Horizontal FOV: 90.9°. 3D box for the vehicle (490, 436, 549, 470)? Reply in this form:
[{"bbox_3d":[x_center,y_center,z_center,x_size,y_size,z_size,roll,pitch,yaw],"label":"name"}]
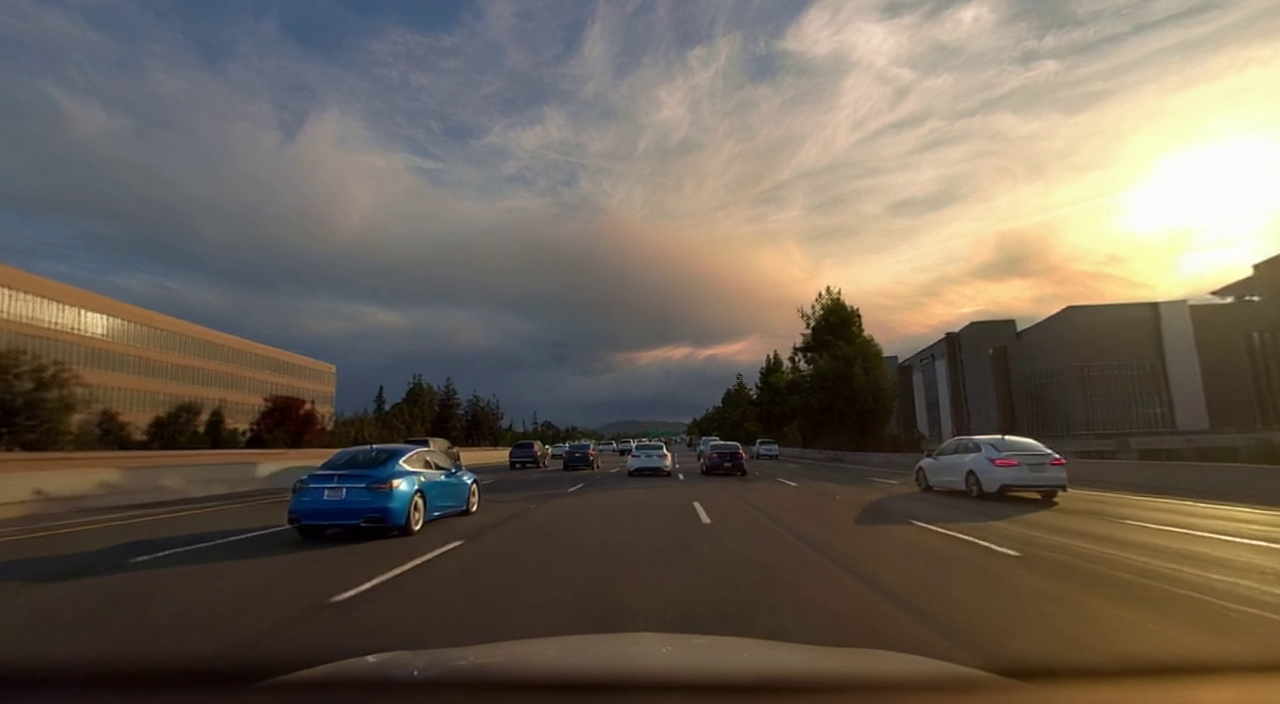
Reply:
[{"bbox_3d":[-6.961,5.885,37.044,2.187,1.851,5.085,-1,-8,3],"label":"vehicle"}]

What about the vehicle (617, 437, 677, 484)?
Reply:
[{"bbox_3d":[0.320,4.098,24.199,2.102,1.624,4.257,-1,-8,2],"label":"vehicle"}]

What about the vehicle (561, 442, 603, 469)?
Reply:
[{"bbox_3d":[-3.310,6.043,36.977,1.886,1.455,4.148,-1,-8,3],"label":"vehicle"}]

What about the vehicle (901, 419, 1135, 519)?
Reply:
[{"bbox_3d":[7.687,2.421,13.627,1.960,1.726,5.016,0,-8,1],"label":"vehicle"}]

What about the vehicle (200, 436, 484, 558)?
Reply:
[{"bbox_3d":[-4.275,2.138,10.150,2.116,1.473,4.644,-1,-8,3],"label":"vehicle"}]

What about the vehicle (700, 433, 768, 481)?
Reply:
[{"bbox_3d":[3.607,4.122,24.964,2.114,1.715,4.136,-1,-8,1],"label":"vehicle"}]
